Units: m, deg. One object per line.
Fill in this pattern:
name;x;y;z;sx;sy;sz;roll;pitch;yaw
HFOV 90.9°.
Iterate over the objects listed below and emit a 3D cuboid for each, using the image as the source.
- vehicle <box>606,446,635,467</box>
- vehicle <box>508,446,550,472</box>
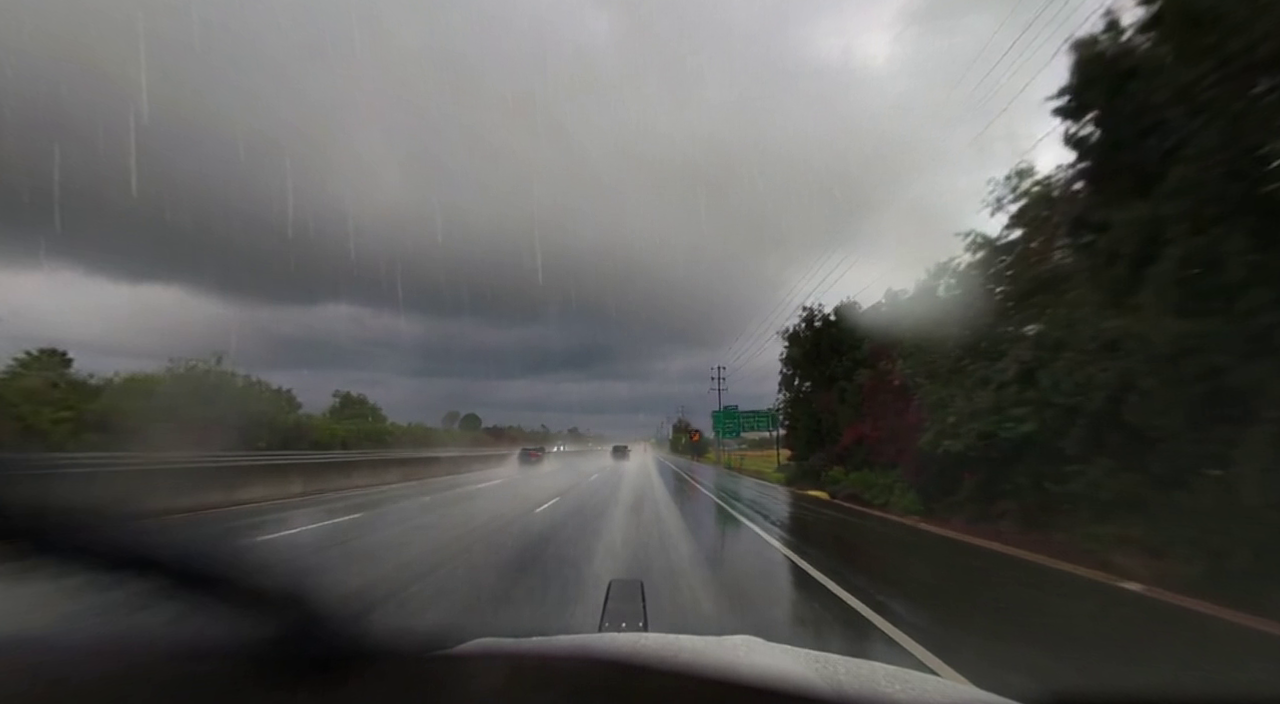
vehicle;-1.418;7.791;47.047;1.968;1.462;3.937;0;-9;1
vehicle;-6.878;6.673;39.451;1.911;1.491;3.624;0;-9;2
